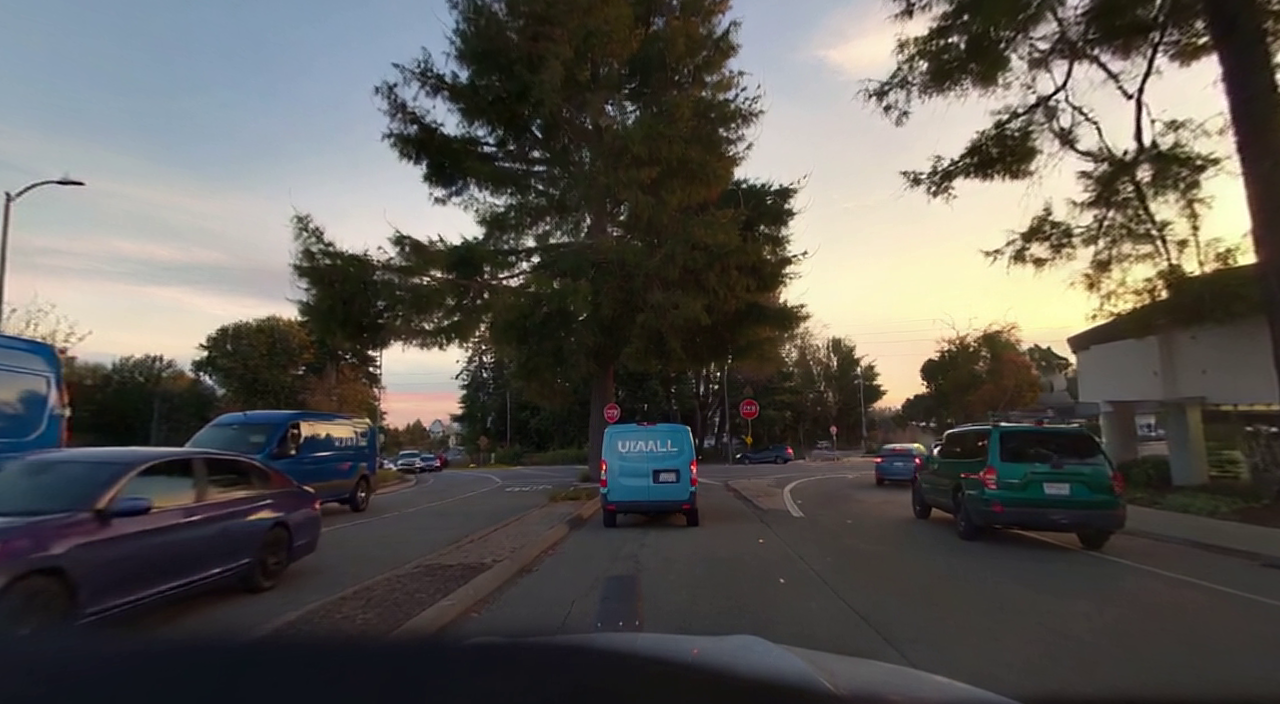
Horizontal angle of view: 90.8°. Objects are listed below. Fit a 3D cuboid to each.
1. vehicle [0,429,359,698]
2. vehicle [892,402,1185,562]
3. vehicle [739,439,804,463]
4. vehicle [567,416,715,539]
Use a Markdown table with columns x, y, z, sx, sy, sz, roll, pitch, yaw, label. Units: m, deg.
| x | y | z | sx | sy | sz | roll | pitch | yaw | label |
| --- | --- | --- | --- | --- | --- | --- | --- | --- | --- |
| -4.371 | 1.425 | 5.150 | 1.869 | 1.465 | 4.503 | 0 | -9 | 3 | vehicle |
| 6.019 | 2.017 | 10.541 | 2.204 | 1.973 | 4.946 | -1 | -9 | 8 | vehicle |
| 9.853 | 7.404 | 47.140 | 4.651 | 1.710 | 1.985 | 6 | -11 | -33 | vehicle |
| 0.240 | 2.241 | 11.849 | 2.237 | 1.828 | 4.546 | -1 | -9 | 6 | vehicle |
